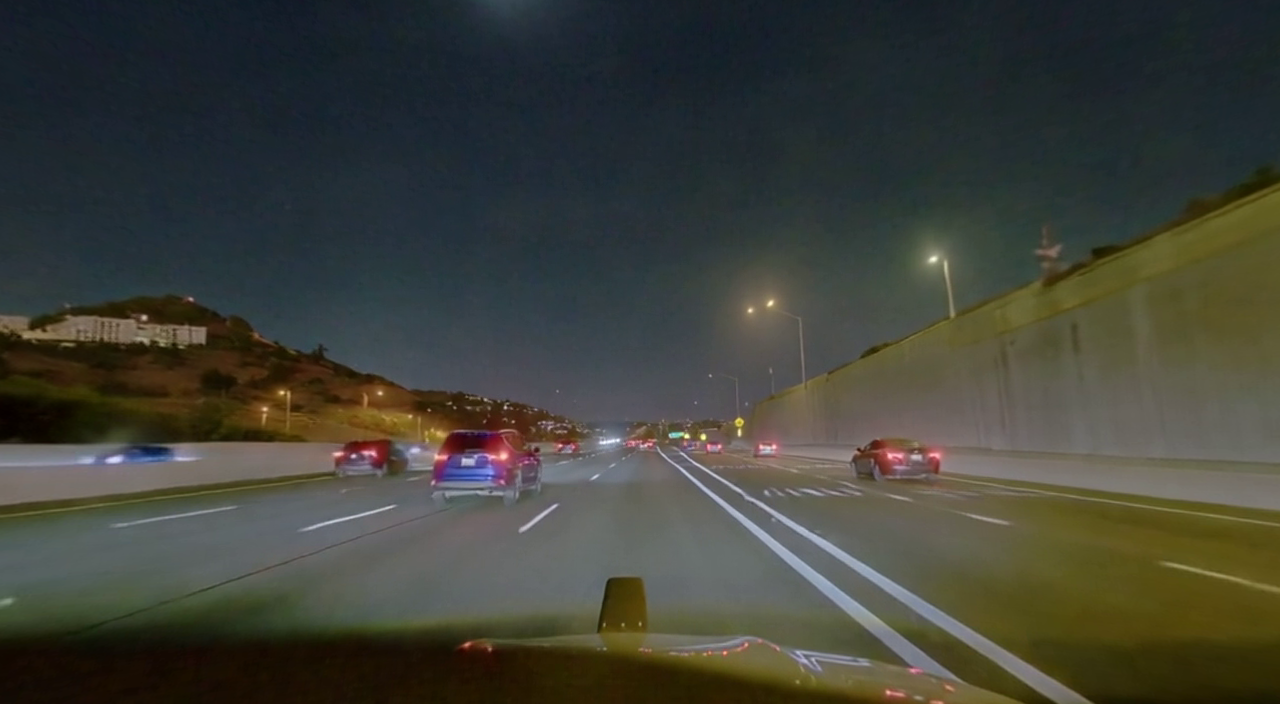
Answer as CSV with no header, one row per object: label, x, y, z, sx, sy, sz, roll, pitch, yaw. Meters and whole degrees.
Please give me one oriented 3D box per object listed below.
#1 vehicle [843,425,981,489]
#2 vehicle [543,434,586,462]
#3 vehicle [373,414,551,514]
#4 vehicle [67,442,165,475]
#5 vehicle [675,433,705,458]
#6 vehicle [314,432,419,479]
vehicle,7.838,3.075,18.755,2.122,1.646,4.491,0,-8,1
vehicle,-4.929,6.366,41.866,2.076,1.730,4.537,-1,-8,3
vehicle,-3.500,2.340,13.701,2.210,1.730,5.133,0,-8,2
vehicle,-23.765,4.825,28.770,1.487,1.378,3.390,0,-8,1
vehicle,3.907,7.336,49.484,2.172,1.824,5.031,-1,-8,4
vehicle,-11.191,4.261,26.234,2.091,1.774,4.754,0,-8,2
